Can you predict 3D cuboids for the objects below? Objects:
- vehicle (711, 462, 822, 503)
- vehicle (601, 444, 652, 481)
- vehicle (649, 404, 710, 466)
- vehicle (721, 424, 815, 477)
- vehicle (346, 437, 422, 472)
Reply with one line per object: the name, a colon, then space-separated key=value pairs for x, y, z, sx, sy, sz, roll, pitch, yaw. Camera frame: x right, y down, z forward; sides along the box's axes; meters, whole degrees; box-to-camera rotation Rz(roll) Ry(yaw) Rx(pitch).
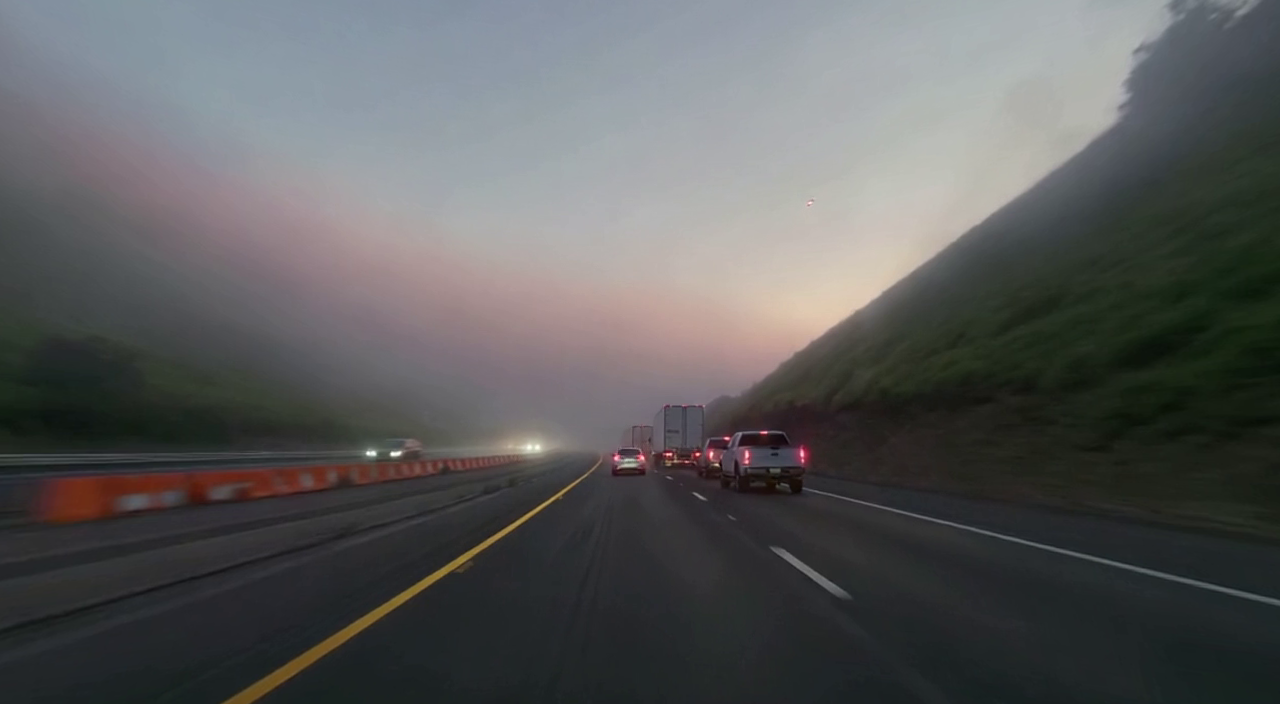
vehicle: x=3.728 y=3.989 z=19.713 sx=2.129 sy=0.956 sz=5.390 roll=0 pitch=-9 yaw=-3
vehicle: x=-0.590 y=4.649 z=26.798 sx=2.029 sy=1.437 sz=3.794 roll=0 pitch=-9 yaw=-2
vehicle: x=2.679 y=6.616 z=48.914 sx=2.911 sy=4.099 sz=14.578 roll=1 pitch=-9 yaw=-4
vehicle: x=3.800 y=3.051 z=19.552 sx=1.873 sy=1.465 sz=4.264 roll=0 pitch=-9 yaw=-2
vehicle: x=-11.393 y=4.578 z=28.322 sx=1.828 sy=1.468 sz=3.802 roll=0 pitch=-9 yaw=-1
